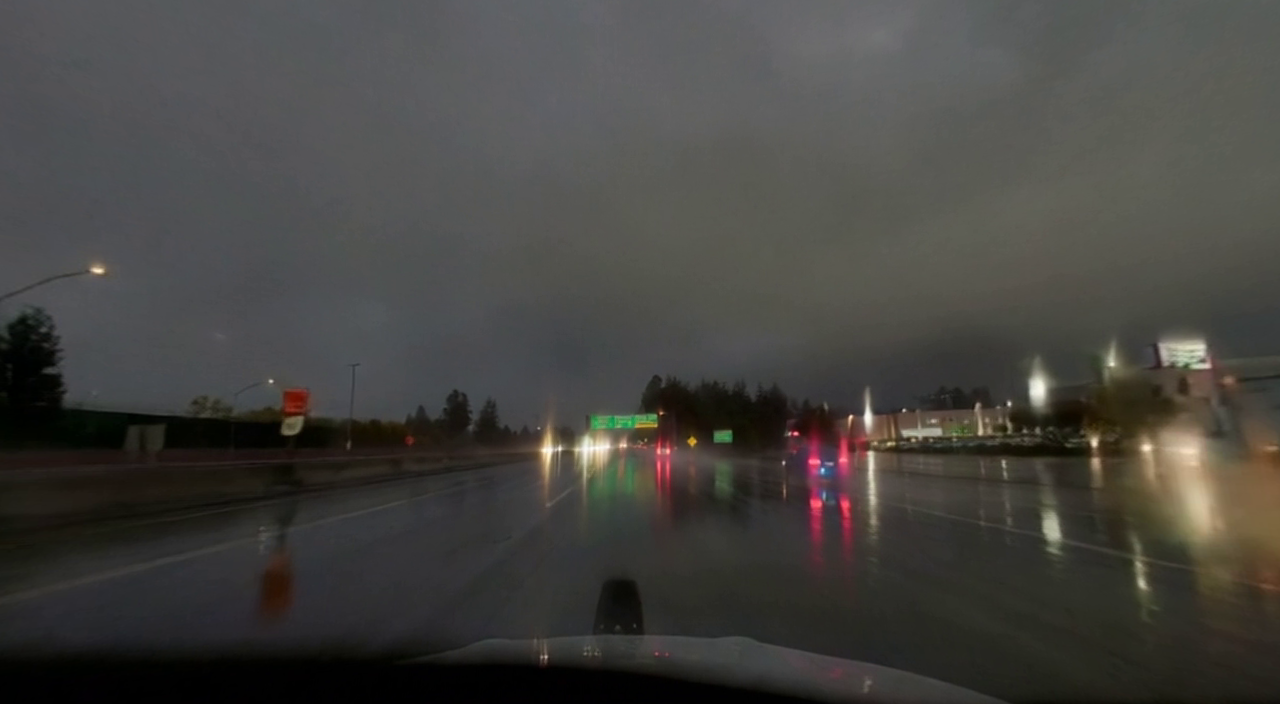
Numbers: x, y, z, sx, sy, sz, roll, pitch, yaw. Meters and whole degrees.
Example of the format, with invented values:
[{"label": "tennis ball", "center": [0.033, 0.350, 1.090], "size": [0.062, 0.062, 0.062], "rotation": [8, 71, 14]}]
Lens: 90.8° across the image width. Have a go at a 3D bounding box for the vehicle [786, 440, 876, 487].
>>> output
[{"label": "vehicle", "center": [6.874, 4.019, 23.250], "size": [1.958, 1.498, 4.447], "rotation": [0, -8, 0]}]
